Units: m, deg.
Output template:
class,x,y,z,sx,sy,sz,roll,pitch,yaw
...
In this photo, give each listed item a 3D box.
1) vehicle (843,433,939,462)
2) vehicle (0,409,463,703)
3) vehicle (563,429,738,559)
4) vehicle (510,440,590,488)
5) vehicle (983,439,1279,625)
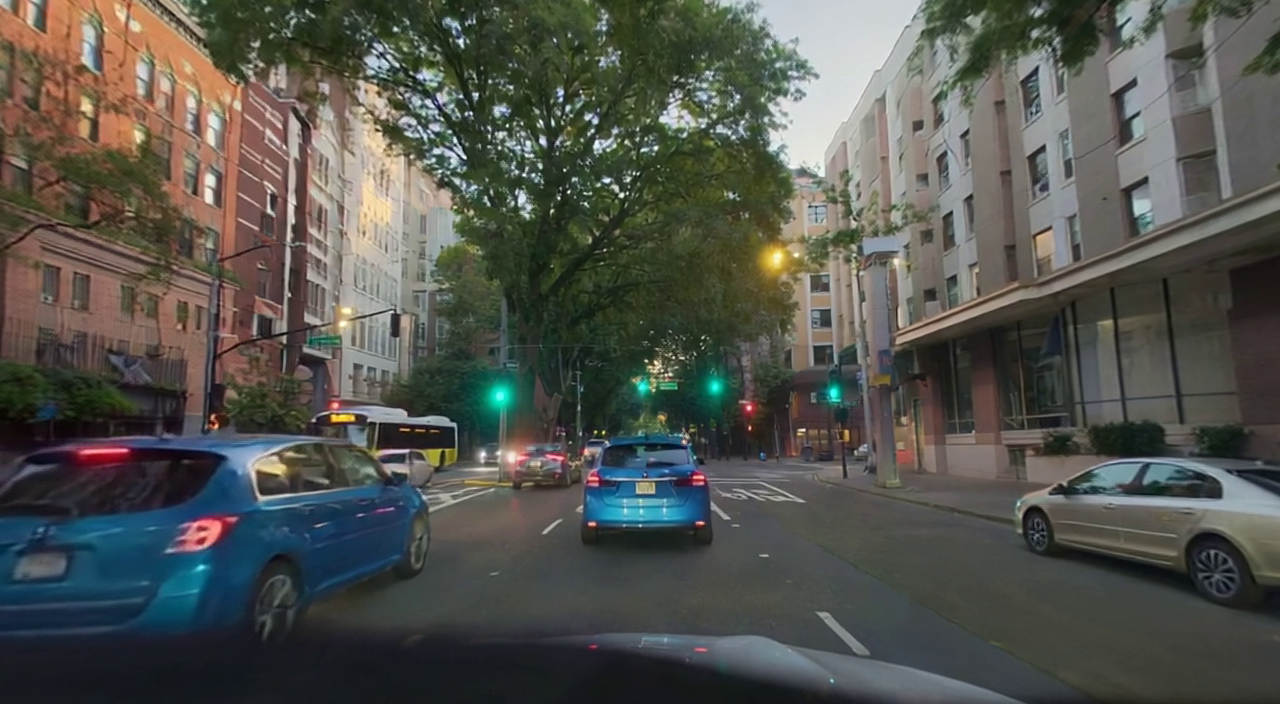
class,x,y,z,sx,sy,sz,roll,pitch,yaw
vehicle,16.445,6.283,41.502,5.345,1.811,2.175,0,-9,-1
vehicle,-3.115,1.366,5.261,1.970,1.492,4.534,0,-9,0
vehicle,0.088,1.914,9.131,2.022,1.481,3.564,0,-9,-1
vehicle,-3.009,3.847,22.027,2.131,1.486,4.089,0,-9,1
vehicle,5.984,1.710,6.895,1.873,1.453,4.579,0,-9,0
